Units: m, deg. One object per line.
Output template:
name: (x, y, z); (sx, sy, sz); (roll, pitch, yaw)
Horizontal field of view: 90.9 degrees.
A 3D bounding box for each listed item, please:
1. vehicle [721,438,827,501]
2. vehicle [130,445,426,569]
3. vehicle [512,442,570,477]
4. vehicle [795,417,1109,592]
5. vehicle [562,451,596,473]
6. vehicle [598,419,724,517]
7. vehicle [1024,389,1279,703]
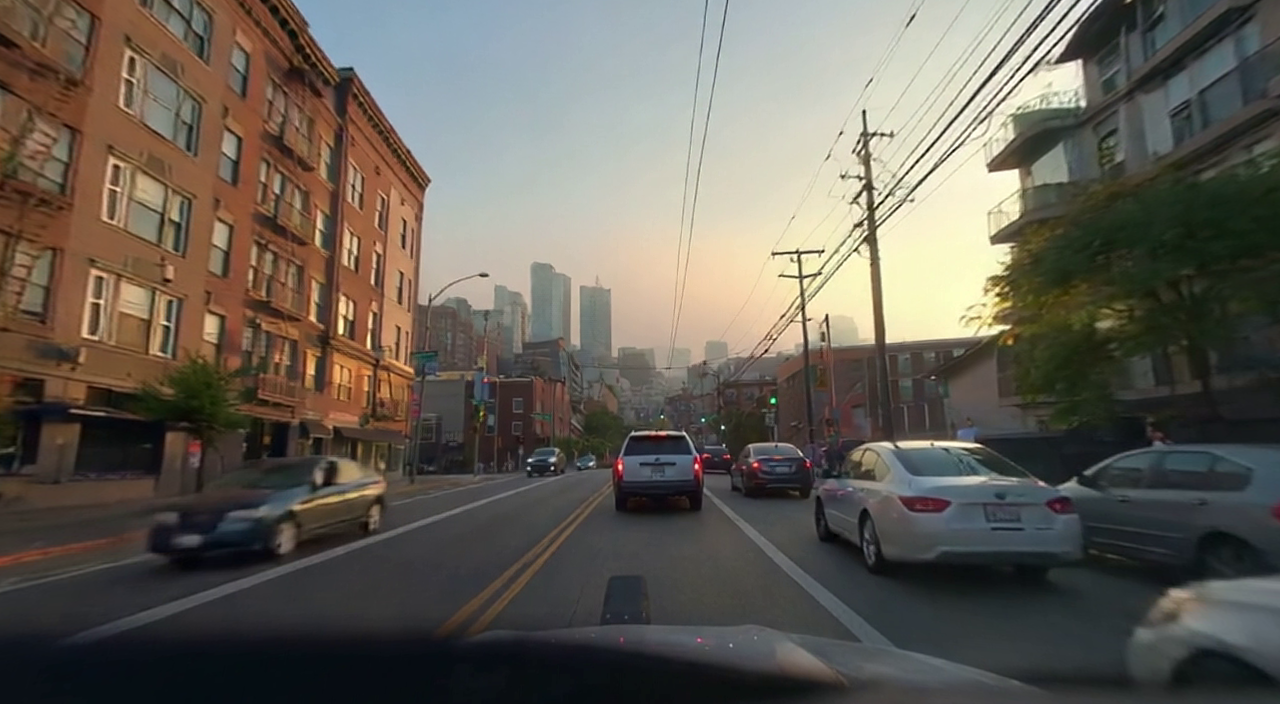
vehicle: (3.381, 3.039, 16.811); (1.970, 1.452, 4.227); (0, -8, 1)
vehicle: (-5.244, 2.246, 10.075); (1.966, 1.470, 4.528); (0, -8, 1)
vehicle: (-5.171, 5.655, 33.495); (2.215, 1.703, 4.614); (0, -8, 2)
vehicle: (3.352, 1.684, 7.842); (1.906, 1.578, 4.020); (0, -8, 1)
vehicle: (-4.720, 8.623, 49.519); (2.014, 1.538, 4.275); (-1, -8, 3)
vehicle: (0.371, 2.351, 13.277); (2.232, 1.736, 4.036); (0, -8, 0)
vehicle: (3.120, 0.698, 0.863); (2.116, 1.487, 4.988); (0, -8, 1)
